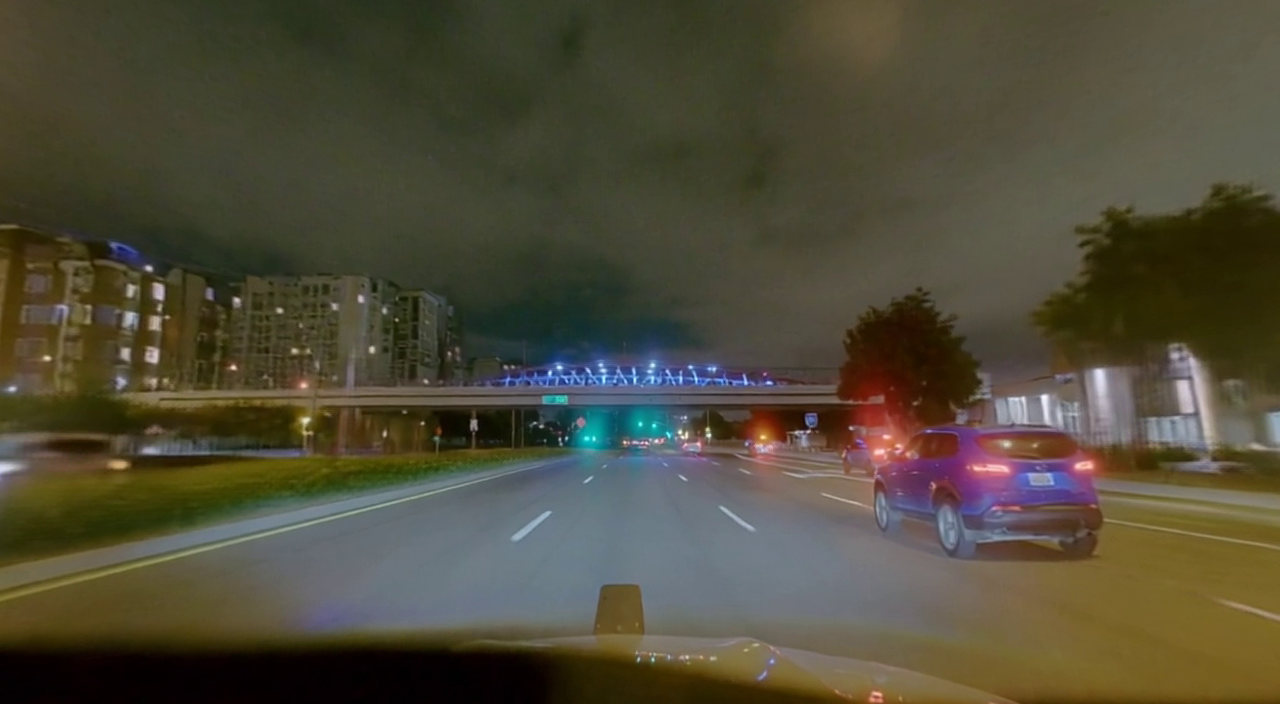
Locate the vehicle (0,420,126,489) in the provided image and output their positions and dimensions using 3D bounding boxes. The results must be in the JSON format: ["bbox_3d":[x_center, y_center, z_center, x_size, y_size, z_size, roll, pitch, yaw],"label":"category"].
[{"bbox_3d":[-16.733,2.682,16.680,2.077,1.676,4.921,0,-8,2],"label":"vehicle"}]

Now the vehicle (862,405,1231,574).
[{"bbox_3d":[5.057,1.773,8.966,2.130,1.741,4.665,0,-8,1],"label":"vehicle"}]

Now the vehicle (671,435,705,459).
[{"bbox_3d":[3.472,6.999,46.576,2.165,1.708,3.928,0,-8,0],"label":"vehicle"}]
